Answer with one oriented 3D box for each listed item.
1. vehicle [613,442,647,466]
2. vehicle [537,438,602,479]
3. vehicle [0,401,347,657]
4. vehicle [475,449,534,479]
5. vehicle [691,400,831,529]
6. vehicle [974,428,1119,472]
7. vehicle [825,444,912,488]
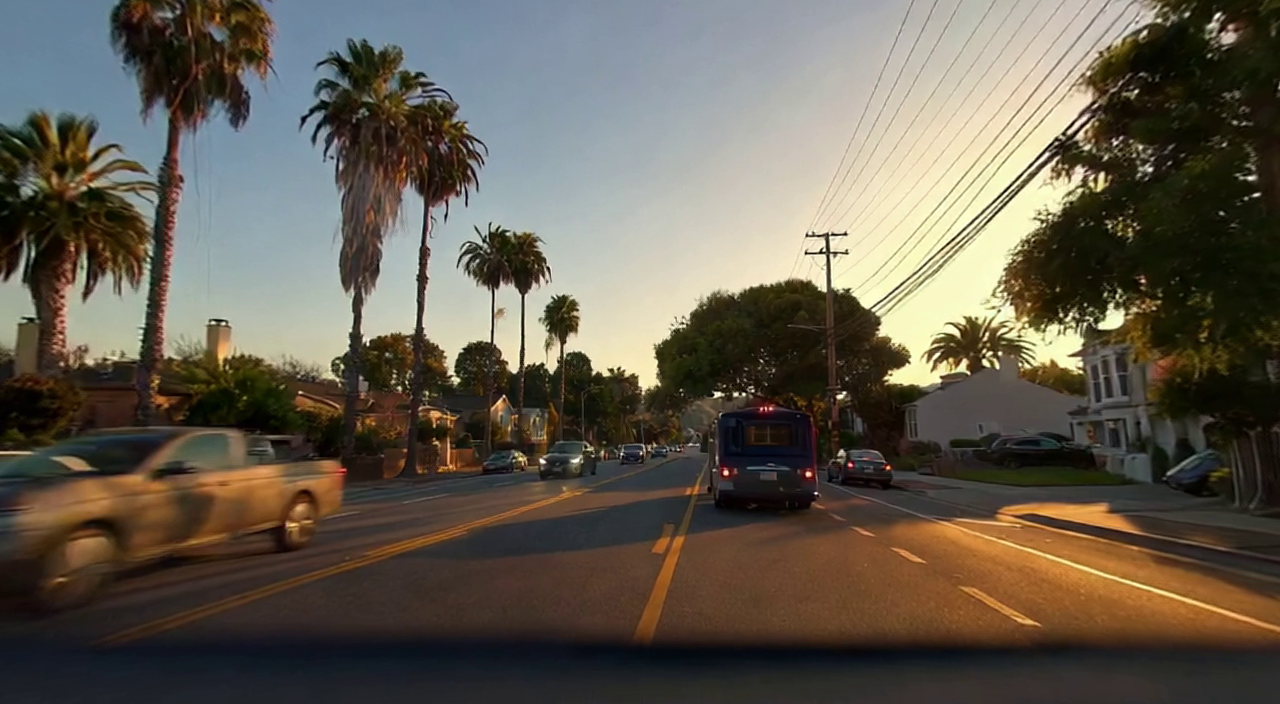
[{"bbox_3d":[-0.677,7.493,46.565,1.965,1.653,4.251,-1,-8,7],"label":"vehicle"},{"bbox_3d":[-3.093,4.822,28.732,1.948,1.706,4.407,-1,-8,7],"label":"vehicle"},{"bbox_3d":[-5.098,1.436,5.954,2.110,1.676,4.483,-1,-8,7],"label":"vehicle"},{"bbox_3d":[-7.725,6.422,36.347,2.004,1.441,4.572,-4,-9,5],"label":"vehicle"},{"bbox_3d":[2.186,2.132,12.415,2.168,2.040,4.527,-1,-8,6],"label":"vehicle"},{"bbox_3d":[17.975,4.361,28.140,4.749,1.699,2.311,-3,-7,8],"label":"vehicle"},{"bbox_3d":[8.347,4.174,23.442,2.022,1.456,4.246,-1,-8,6],"label":"vehicle"}]
